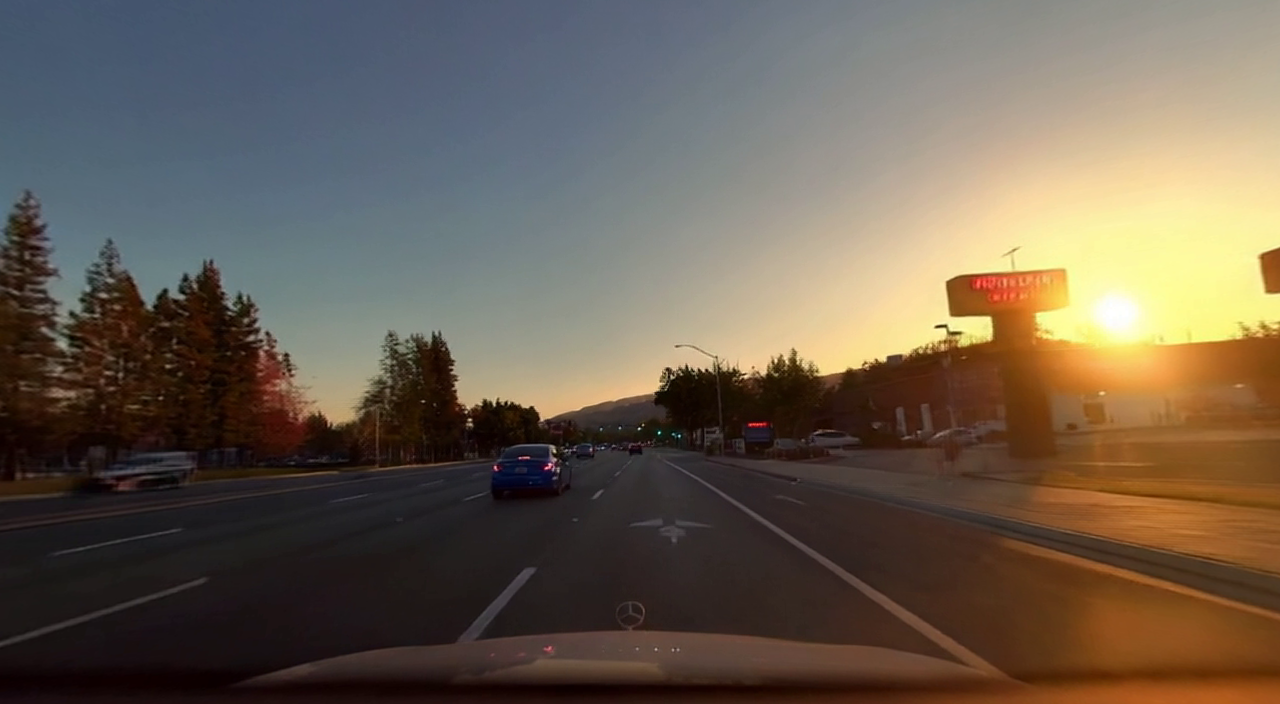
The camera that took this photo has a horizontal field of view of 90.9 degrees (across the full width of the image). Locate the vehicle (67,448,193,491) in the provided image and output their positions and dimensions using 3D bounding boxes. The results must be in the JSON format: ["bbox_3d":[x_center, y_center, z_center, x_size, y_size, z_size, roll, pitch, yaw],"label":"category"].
[{"bbox_3d":[-25.105,5.749,31.308,2.099,1.906,4.891,0,-8,1],"label":"vehicle"}]

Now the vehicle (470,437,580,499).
[{"bbox_3d":[-3.050,3.181,17.732,2.152,1.479,4.394,0,-8,2],"label":"vehicle"}]
